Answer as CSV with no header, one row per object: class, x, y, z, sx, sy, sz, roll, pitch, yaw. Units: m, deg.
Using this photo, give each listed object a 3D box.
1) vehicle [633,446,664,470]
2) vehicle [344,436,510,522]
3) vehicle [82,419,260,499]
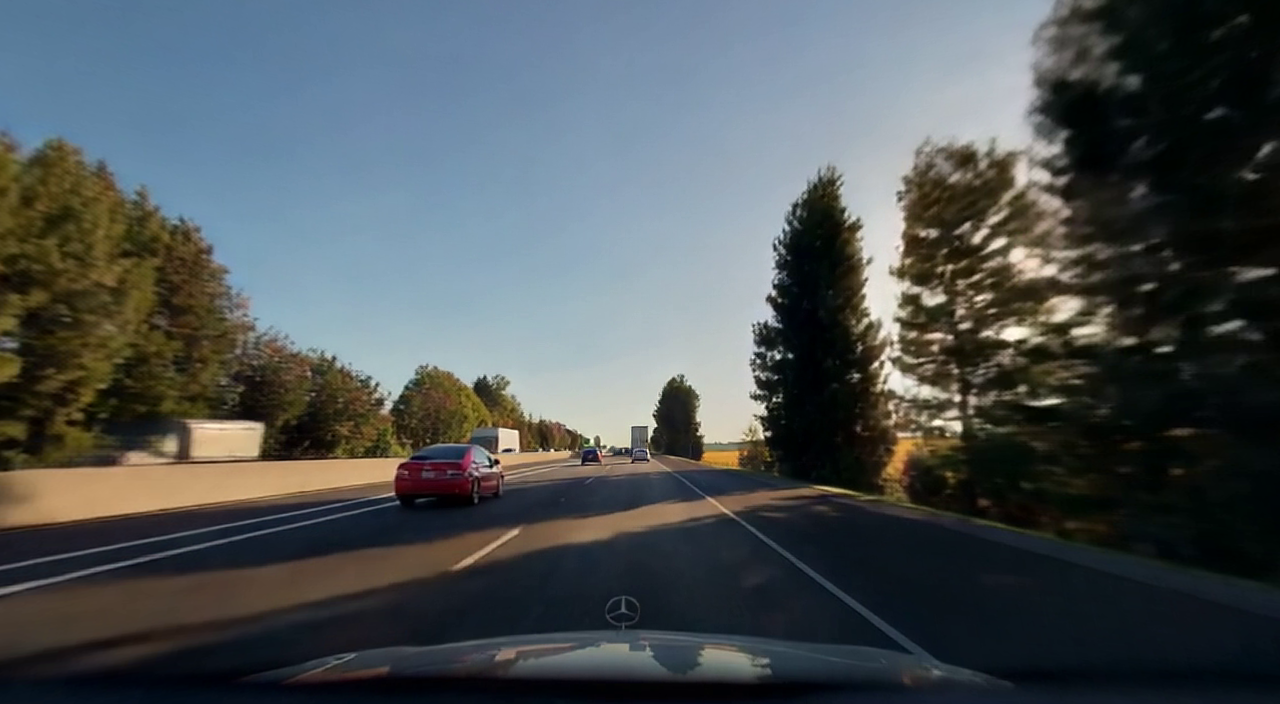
vehicle,0.545,7.239,43.202,1.992,1.593,3.937,0,-9,-1
vehicle,-4.285,2.628,13.501,2.172,1.548,3.953,0,-9,0
vehicle,-17.189,3.951,23.648,2.427,2.619,5.407,0,-9,0
